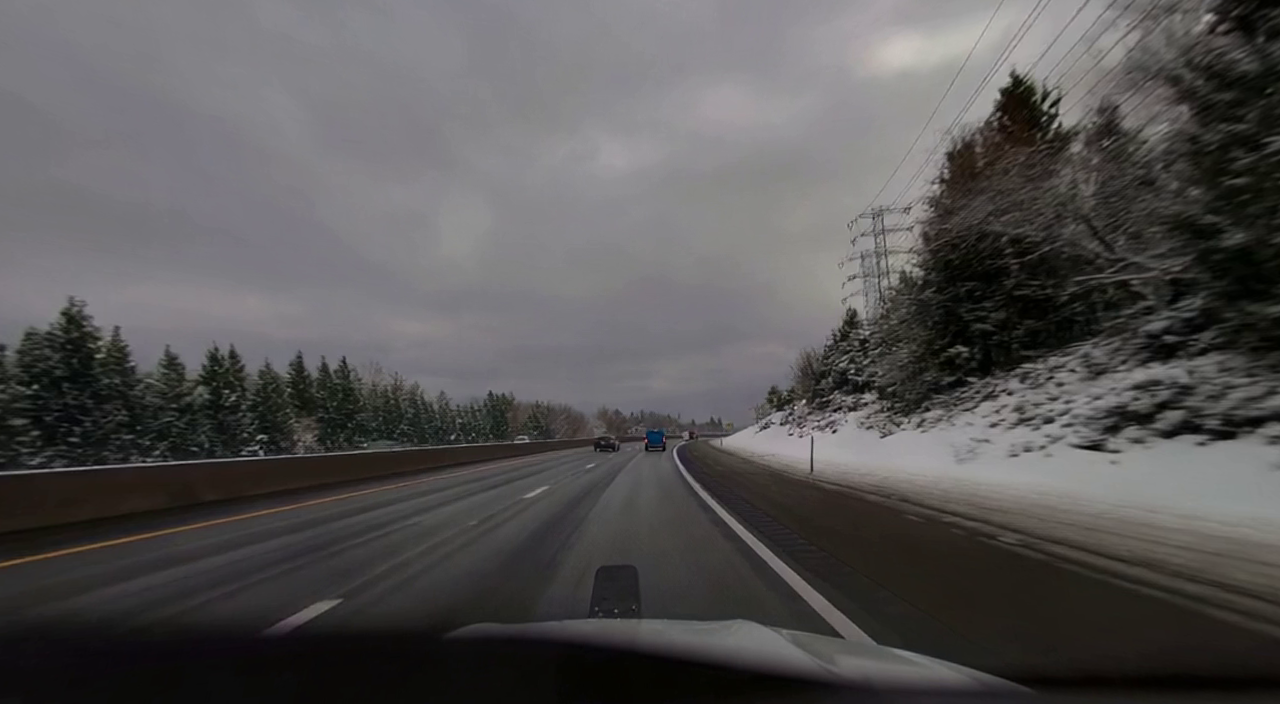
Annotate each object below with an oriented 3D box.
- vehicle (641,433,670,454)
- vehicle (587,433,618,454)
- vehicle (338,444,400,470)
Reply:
[{"bbox_3d":[1.207,6.966,47.987,2.077,1.523,4.206,0,-8,2],"label":"vehicle"},{"bbox_3d":[-2.828,6.970,48.119,1.907,1.515,3.807,0,-8,3],"label":"vehicle"},{"bbox_3d":[-17.430,6.747,40.634,1.900,1.502,4.486,0,-8,2],"label":"vehicle"}]
